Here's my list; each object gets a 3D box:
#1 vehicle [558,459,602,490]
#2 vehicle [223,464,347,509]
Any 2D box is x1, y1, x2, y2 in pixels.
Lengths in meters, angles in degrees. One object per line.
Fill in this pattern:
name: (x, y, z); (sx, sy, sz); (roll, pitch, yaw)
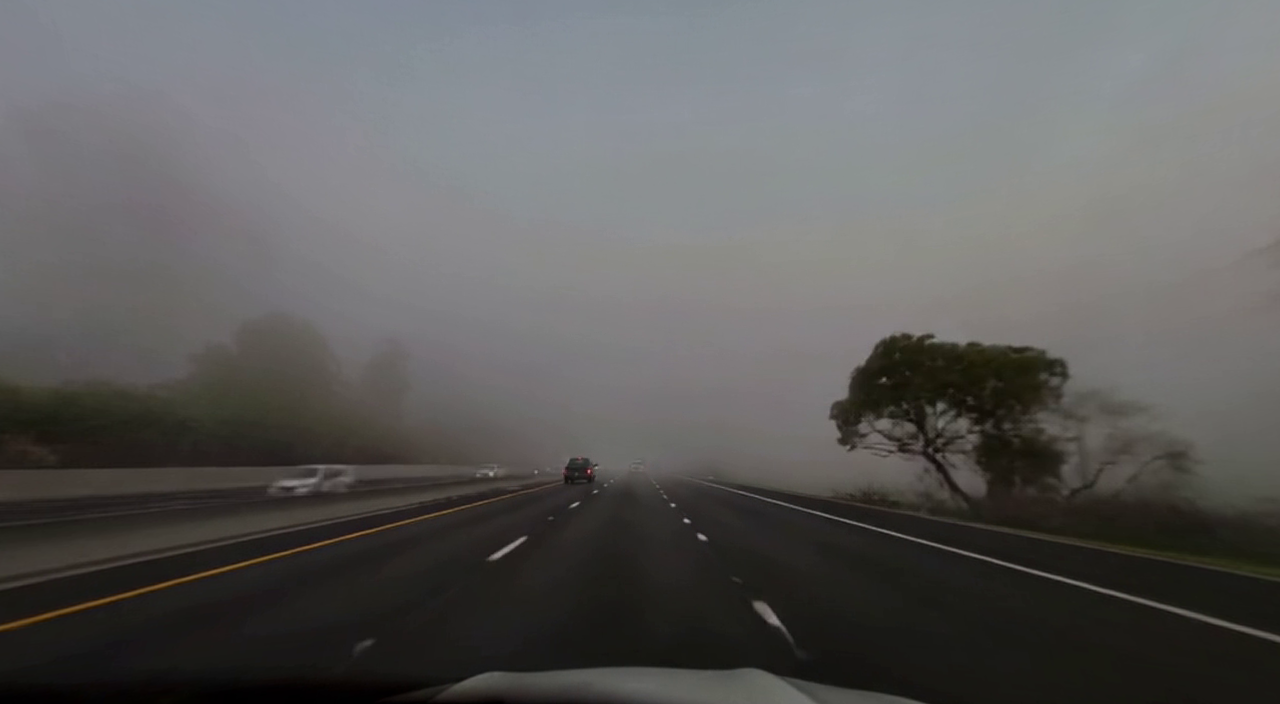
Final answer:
vehicle: (-3.687, 7.684, 39.618); (2.233, 1.791, 4.981); (1, -11, 1)
vehicle: (-12.880, 4.906, 23.215); (1.929, 1.432, 4.378); (1, -11, 1)
